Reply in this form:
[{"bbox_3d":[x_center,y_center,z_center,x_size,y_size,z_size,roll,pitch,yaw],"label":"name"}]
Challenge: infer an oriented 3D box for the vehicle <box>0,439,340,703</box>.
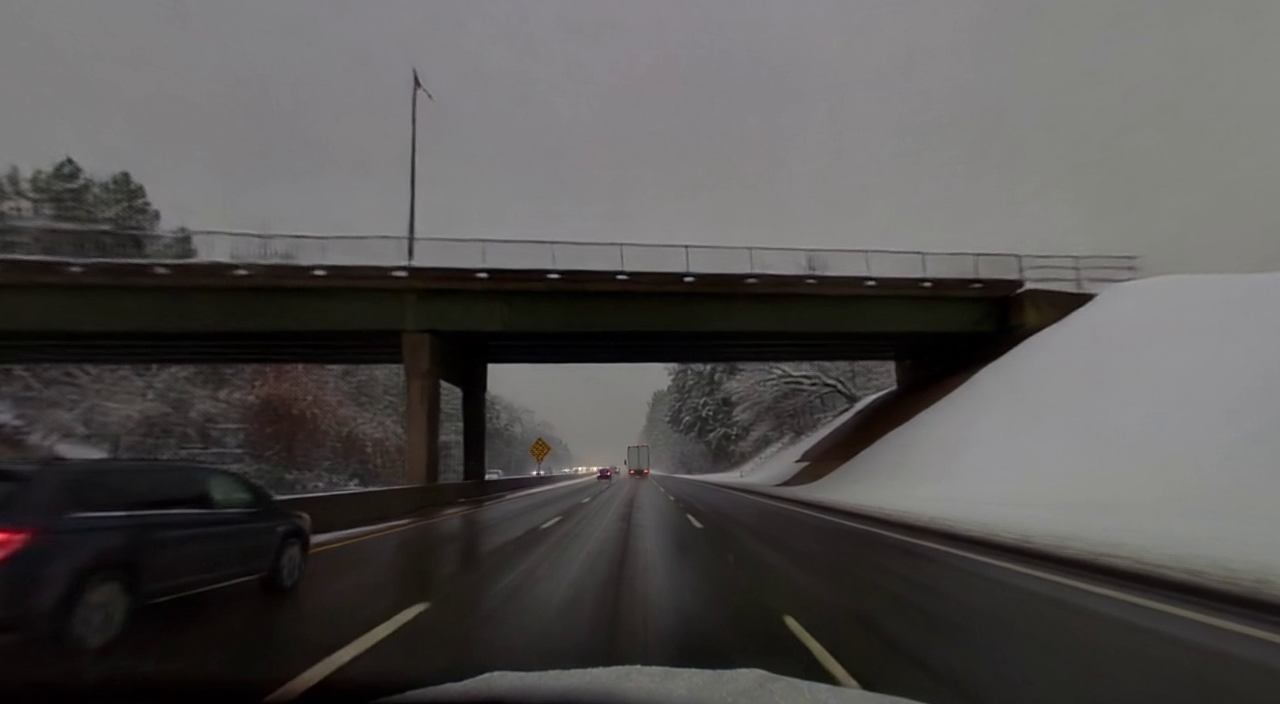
[{"bbox_3d":[-4.292,1.398,4.417,1.950,1.460,4.812,0,-10,1],"label":"vehicle"}]
